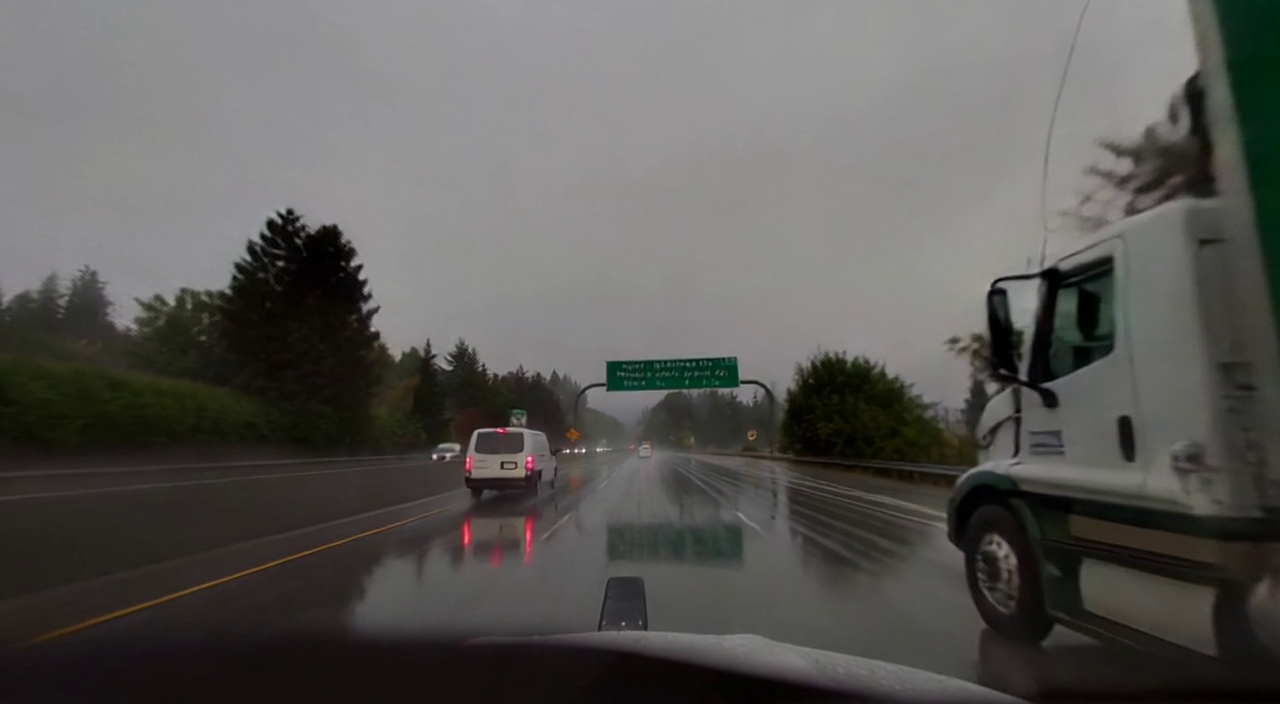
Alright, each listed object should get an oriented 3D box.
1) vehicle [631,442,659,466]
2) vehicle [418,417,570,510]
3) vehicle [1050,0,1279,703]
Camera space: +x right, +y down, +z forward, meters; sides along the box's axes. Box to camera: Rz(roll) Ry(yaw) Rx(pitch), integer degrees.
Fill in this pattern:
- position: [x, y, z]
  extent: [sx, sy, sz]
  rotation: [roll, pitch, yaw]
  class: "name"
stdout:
- position: [0.346, 7.658, 47.308]
  extent: [2.067, 1.690, 3.901]
  rotation: [0, -9, 0]
  class: "vehicle"
- position: [-3.403, 2.803, 16.251]
  extent: [2.572, 1.927, 5.803]
  rotation: [0, -9, -1]
  class: "vehicle"
- position: [4.150, -0.448, 0.321]
  extent: [3.007, 3.949, 7.005]
  rotation: [0, -9, 0]
  class: "vehicle"
